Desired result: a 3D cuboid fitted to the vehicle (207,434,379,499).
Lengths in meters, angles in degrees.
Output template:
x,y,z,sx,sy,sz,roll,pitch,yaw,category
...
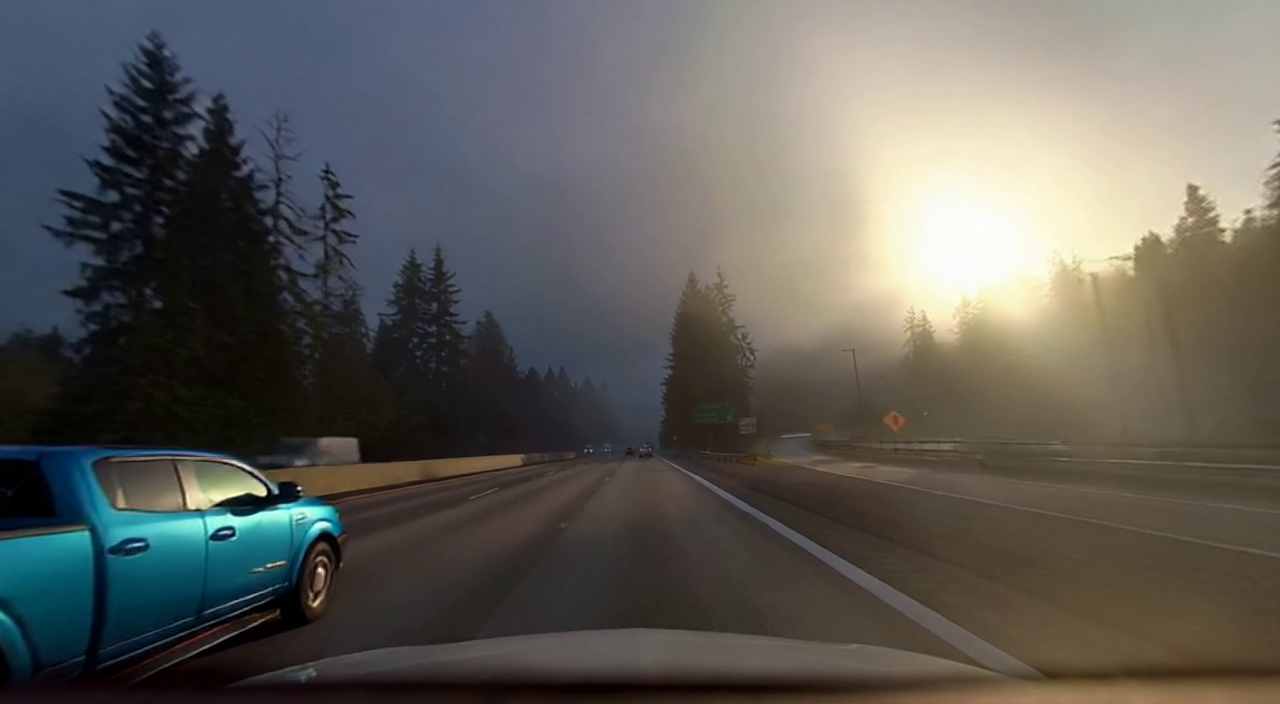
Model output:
x,y,z,sx,sy,sz,roll,pitch,yaw,category
-11.341,3.757,21.401,2.275,1.845,6.252,0,-8,0,vehicle
